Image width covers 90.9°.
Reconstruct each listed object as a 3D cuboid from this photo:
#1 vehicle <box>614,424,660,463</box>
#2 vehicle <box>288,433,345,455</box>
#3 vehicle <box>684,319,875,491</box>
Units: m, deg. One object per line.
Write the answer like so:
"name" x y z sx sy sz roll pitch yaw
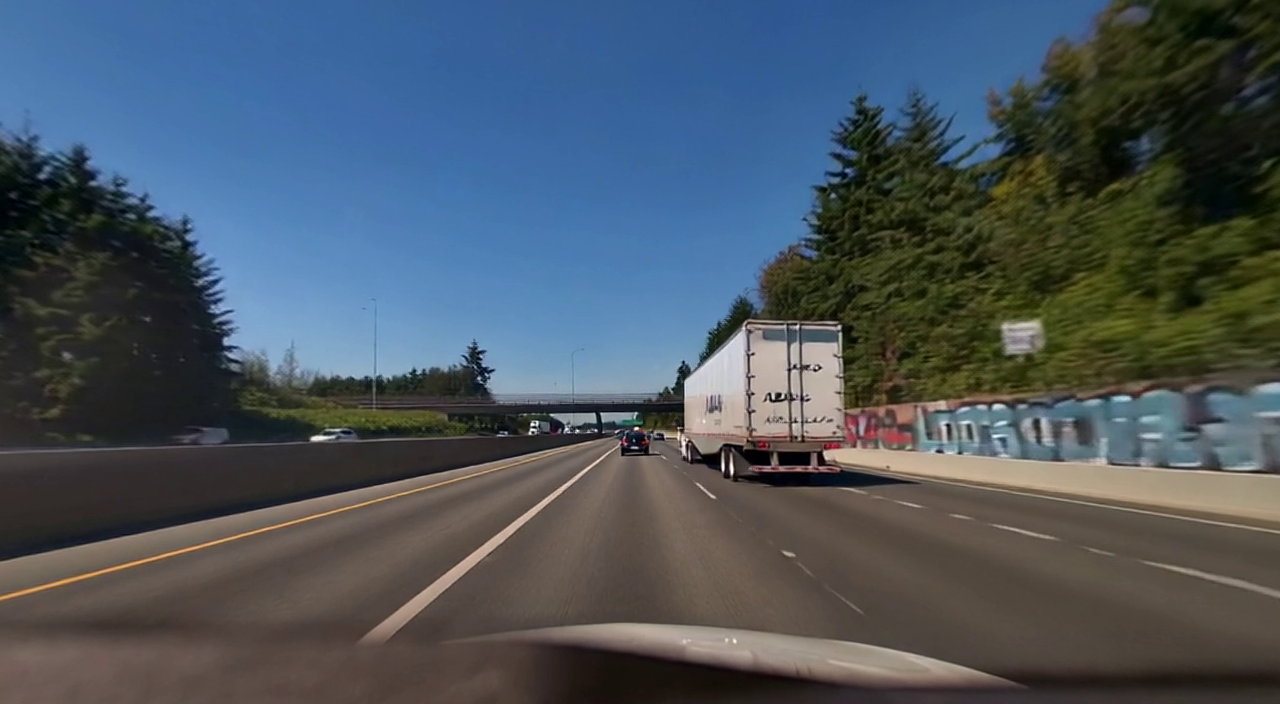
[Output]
"vehicle" -0.222 4.813 33.379 2.277 1.913 4.510 0 -8 -1
"vehicle" -23.292 6.599 45.505 1.866 1.516 4.226 0 -8 0
"vehicle" 3.756 2.145 21.864 2.987 4.021 14.105 0 -8 -2
